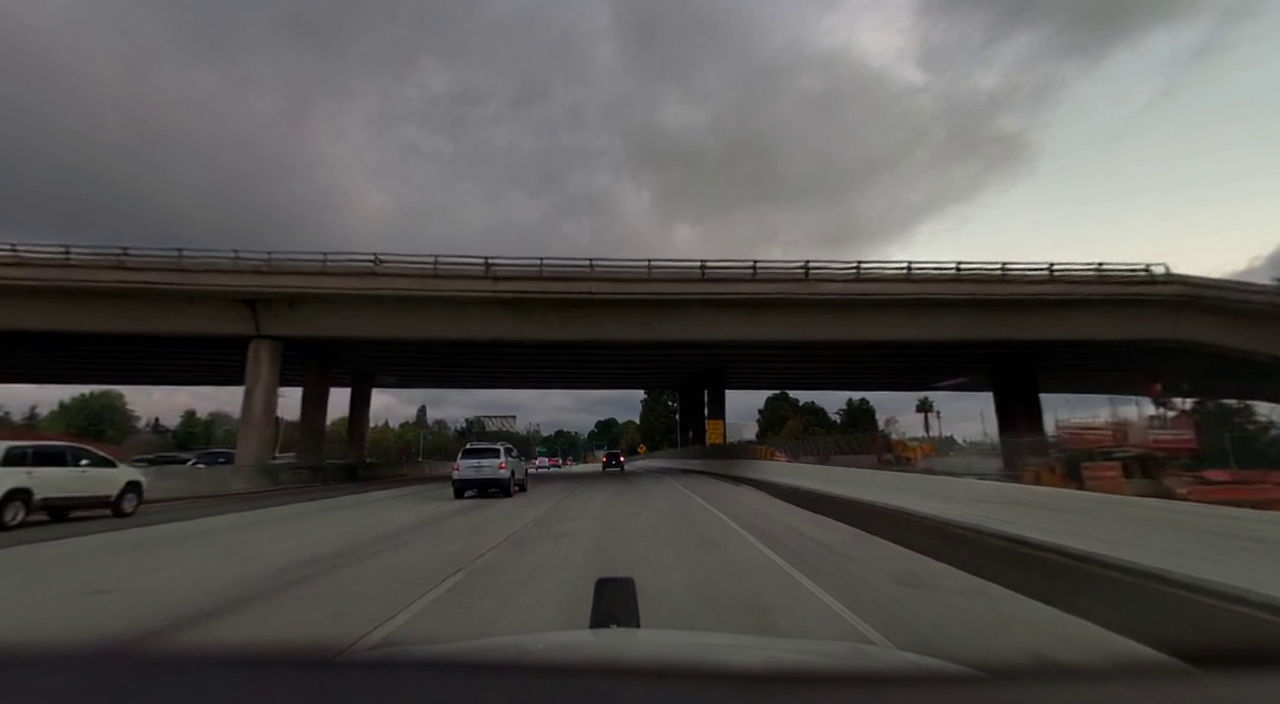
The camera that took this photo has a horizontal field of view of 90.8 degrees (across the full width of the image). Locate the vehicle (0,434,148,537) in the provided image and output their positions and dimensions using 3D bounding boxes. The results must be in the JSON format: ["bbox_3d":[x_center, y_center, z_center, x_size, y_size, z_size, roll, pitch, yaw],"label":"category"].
[{"bbox_3d":[-11.583,2.345,11.415,1.967,1.681,4.203,0,-8,-1],"label":"vehicle"}]

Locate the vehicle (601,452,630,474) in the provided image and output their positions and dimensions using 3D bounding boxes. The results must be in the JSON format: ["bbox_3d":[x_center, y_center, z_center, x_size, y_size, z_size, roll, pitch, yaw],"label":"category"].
[{"bbox_3d":[-1.842,8.231,47.114,2.051,1.459,4.092,1,-8,-3],"label":"vehicle"}]

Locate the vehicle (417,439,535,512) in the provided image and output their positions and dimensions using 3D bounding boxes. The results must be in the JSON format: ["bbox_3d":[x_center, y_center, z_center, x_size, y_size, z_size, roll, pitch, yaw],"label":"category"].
[{"bbox_3d":[-4.145,3.164,16.740,2.024,1.655,4.192,0,-8,-1],"label":"vehicle"}]
